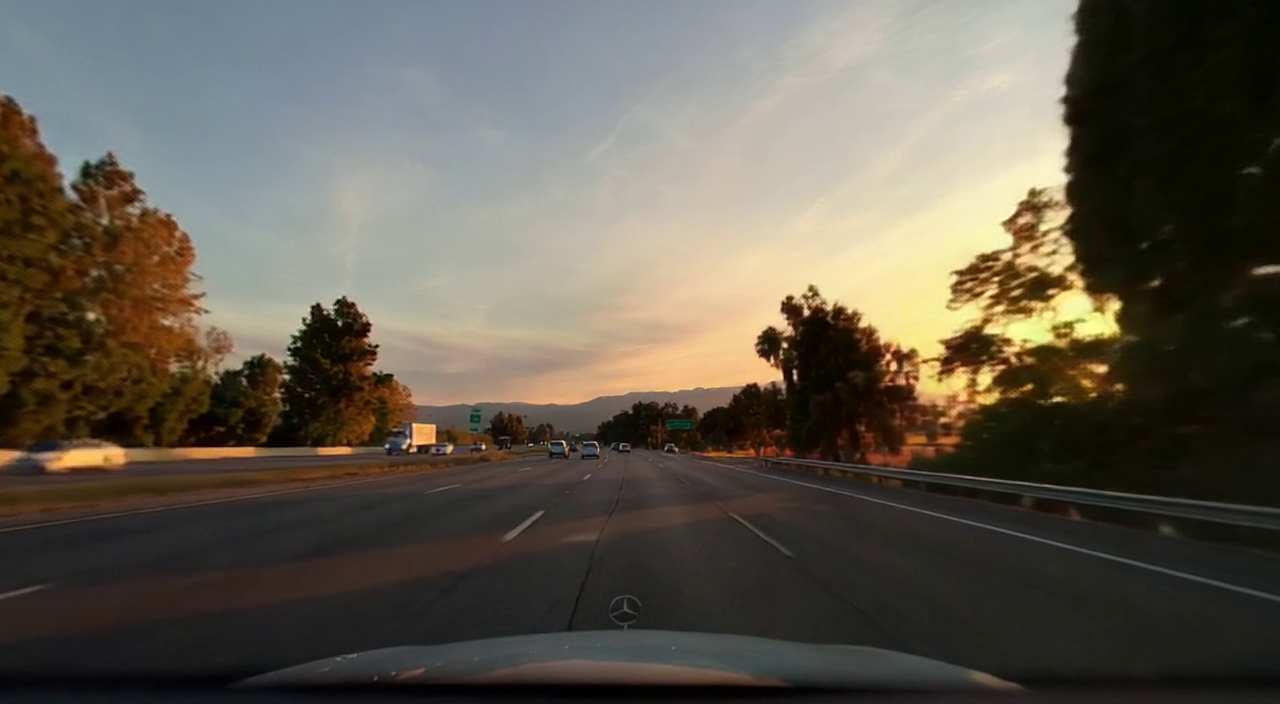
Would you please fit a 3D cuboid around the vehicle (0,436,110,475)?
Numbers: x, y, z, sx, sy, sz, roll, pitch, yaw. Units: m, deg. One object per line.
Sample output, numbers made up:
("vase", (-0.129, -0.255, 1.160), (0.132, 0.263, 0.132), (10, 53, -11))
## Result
("vehicle", (-24.760, 4.282, 26.209), (1.765, 1.480, 3.908), (0, -8, 0))
